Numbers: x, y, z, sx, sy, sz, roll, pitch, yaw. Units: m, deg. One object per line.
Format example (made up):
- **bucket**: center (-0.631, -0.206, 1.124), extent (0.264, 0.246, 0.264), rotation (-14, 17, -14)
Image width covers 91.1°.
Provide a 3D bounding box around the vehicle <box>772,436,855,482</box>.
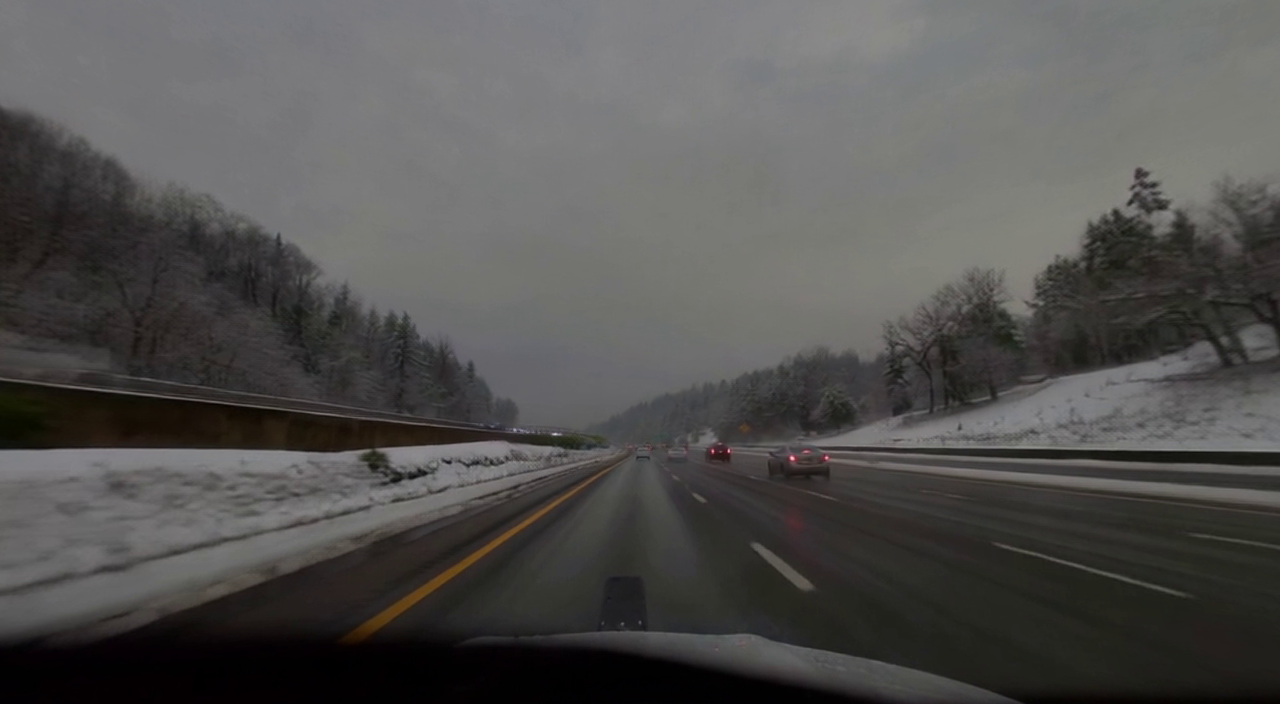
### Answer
- **vehicle**: center (6.973, 4.358, 25.833), extent (2.048, 1.697, 4.689), rotation (0, -8, 0)
